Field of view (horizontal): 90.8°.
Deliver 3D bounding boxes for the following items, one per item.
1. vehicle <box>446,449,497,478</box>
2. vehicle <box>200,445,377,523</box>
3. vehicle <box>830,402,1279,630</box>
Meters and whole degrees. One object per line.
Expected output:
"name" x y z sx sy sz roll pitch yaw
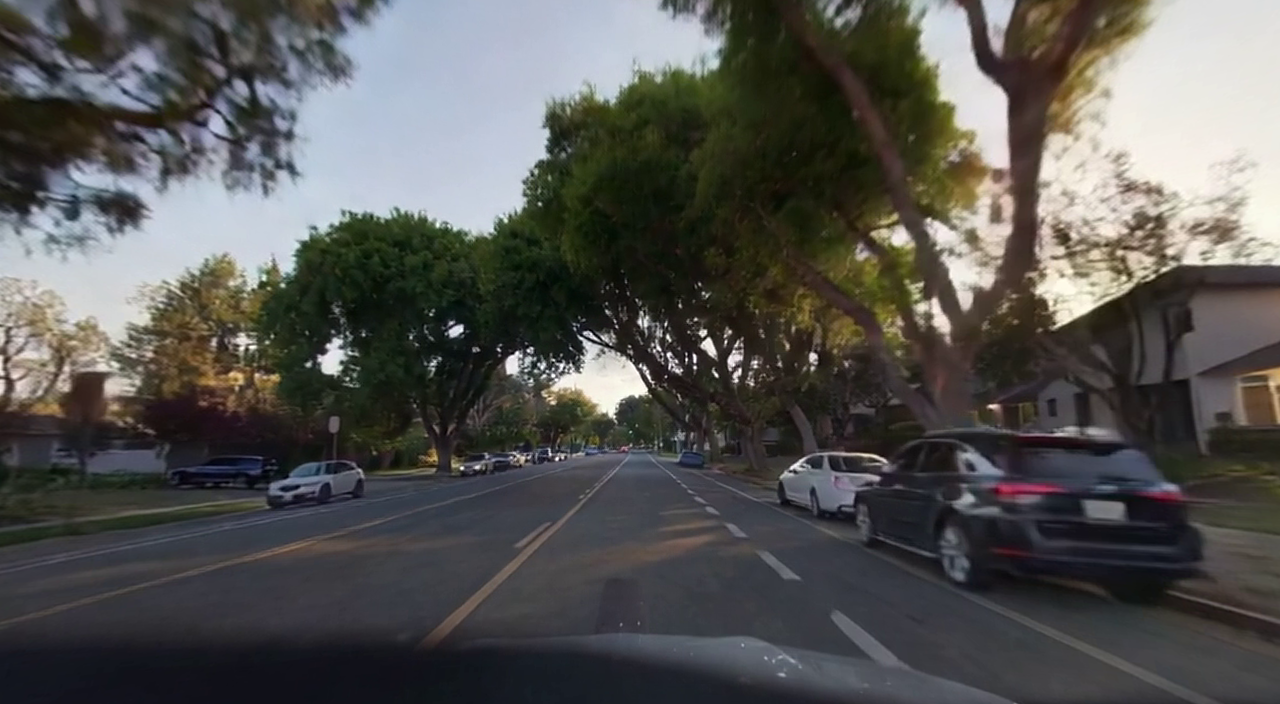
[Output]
"vehicle" -10.847 7.227 41.010 2.082 1.661 4.403 -3 -10 0
"vehicle" -10.705 3.979 19.942 2.338 1.871 5.795 -5 -8 -1
"vehicle" 4.177 1.676 7.550 2.254 1.812 4.817 0 -9 -1
